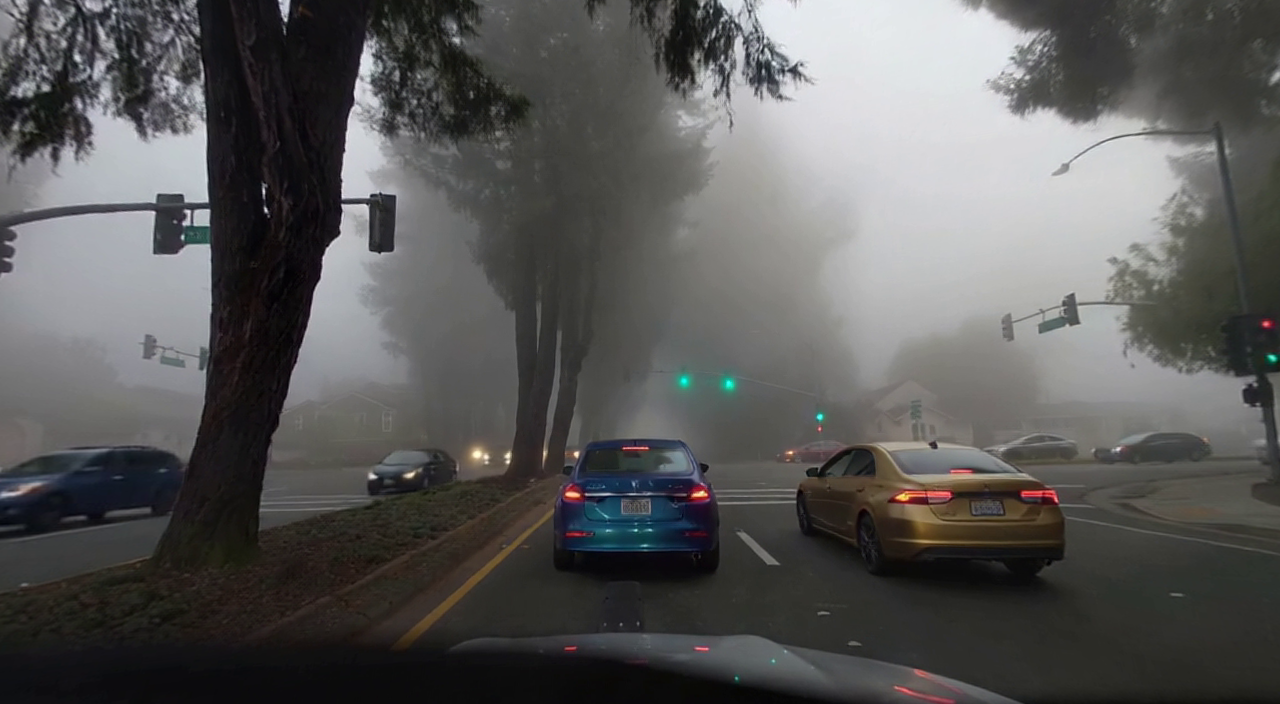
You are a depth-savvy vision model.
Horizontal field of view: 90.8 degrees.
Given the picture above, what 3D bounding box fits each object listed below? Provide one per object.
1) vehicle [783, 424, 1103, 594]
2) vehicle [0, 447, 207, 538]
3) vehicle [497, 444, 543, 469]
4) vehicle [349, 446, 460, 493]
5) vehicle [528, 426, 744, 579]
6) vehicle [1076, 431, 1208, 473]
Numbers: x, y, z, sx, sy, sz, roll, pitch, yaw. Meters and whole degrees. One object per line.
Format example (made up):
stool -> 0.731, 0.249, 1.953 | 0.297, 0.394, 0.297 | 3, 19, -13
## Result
vehicle -> 3.183, 1.715, 7.769 | 1.913, 1.505, 4.097 | 0, -8, 0
vehicle -> -11.298, 2.651, 12.655 | 2.125, 1.476, 4.385 | 0, -8, 0
vehicle -> -7.524, 6.573, 40.123 | 2.003, 1.480, 4.633 | 0, -8, 0
vehicle -> -7.568, 3.787, 20.804 | 2.040, 1.374, 4.150 | 0, -8, 0
vehicle -> -0.056, 1.780, 8.272 | 2.103, 1.478, 4.073 | 0, -8, 0
vehicle -> 24.003, 4.789, 30.321 | 4.520, 1.762, 2.005 | -2, -8, -1
